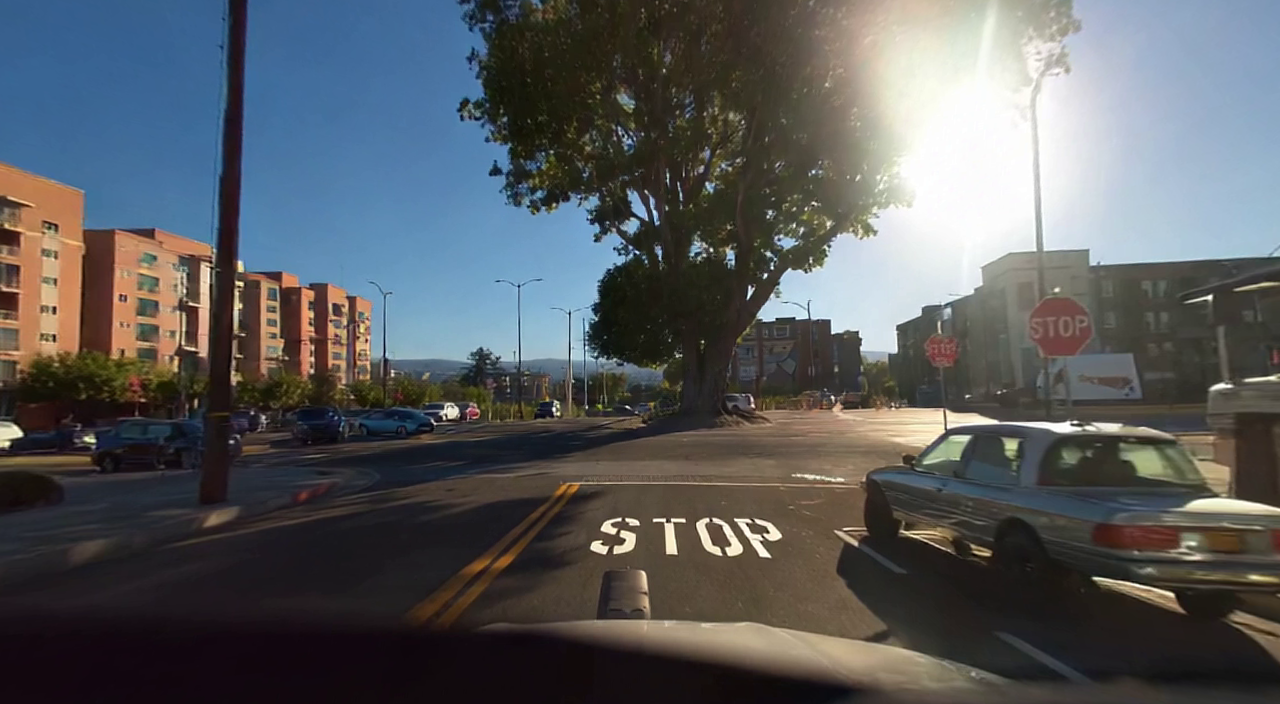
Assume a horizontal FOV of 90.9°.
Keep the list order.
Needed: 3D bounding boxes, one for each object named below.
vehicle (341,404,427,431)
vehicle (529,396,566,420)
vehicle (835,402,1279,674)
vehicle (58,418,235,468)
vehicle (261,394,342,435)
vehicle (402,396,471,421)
[{"bbox_3d":[-14.833,3.827,36.612,4.233,1.432,1.755,-2,-9,10],"label":"vehicle"},{"bbox_3d":[-6.427,3.872,44.202,2.156,1.620,4.945,0,-4,-4],"label":"vehicle"},{"bbox_3d":[3.571,1.346,5.739,2.025,1.492,4.291,0,-8,-3],"label":"vehicle"},{"bbox_3d":[-16.760,3.114,21.531,4.525,1.596,2.085,-2,-8,8],"label":"vehicle"},{"bbox_3d":[-19.965,3.728,37.277,3.506,2.261,2.158,-2,-8,9],"label":"vehicle"},{"bbox_3d":[-15.437,4.347,48.063,2.010,1.583,4.582,-7,-11,37],"label":"vehicle"}]
